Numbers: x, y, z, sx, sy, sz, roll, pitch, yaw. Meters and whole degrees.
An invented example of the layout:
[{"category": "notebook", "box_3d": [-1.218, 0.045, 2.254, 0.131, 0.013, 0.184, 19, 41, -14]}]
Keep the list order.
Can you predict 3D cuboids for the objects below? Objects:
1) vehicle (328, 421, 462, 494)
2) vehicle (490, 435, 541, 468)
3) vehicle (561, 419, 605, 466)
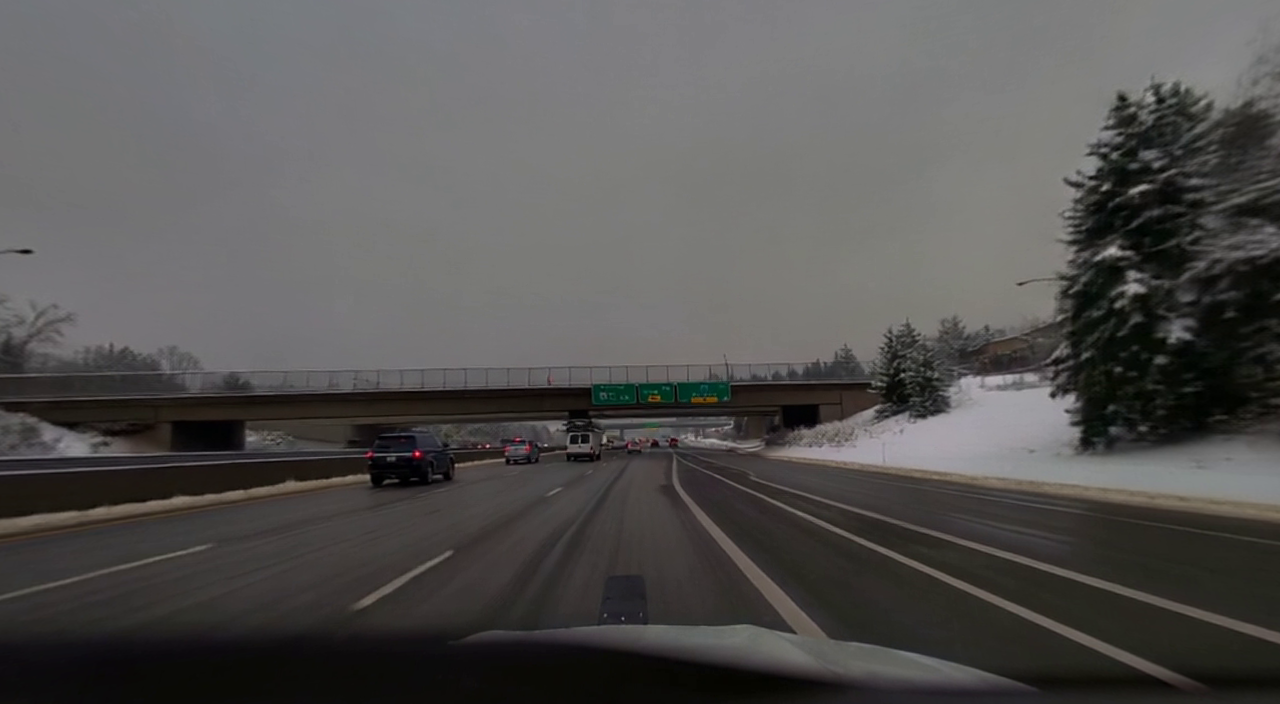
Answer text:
[{"category": "vehicle", "box_3d": [-7.281, 3.187, 19.326, 2.179, 1.948, 4.618, 0, -8, 1]}, {"category": "vehicle", "box_3d": [-7.328, 5.894, 37.323, 2.109, 1.784, 4.709, 0, -8, -1]}, {"category": "vehicle", "box_3d": [-3.651, 5.954, 41.394, 2.301, 2.843, 6.458, 0, -8, 0]}]
